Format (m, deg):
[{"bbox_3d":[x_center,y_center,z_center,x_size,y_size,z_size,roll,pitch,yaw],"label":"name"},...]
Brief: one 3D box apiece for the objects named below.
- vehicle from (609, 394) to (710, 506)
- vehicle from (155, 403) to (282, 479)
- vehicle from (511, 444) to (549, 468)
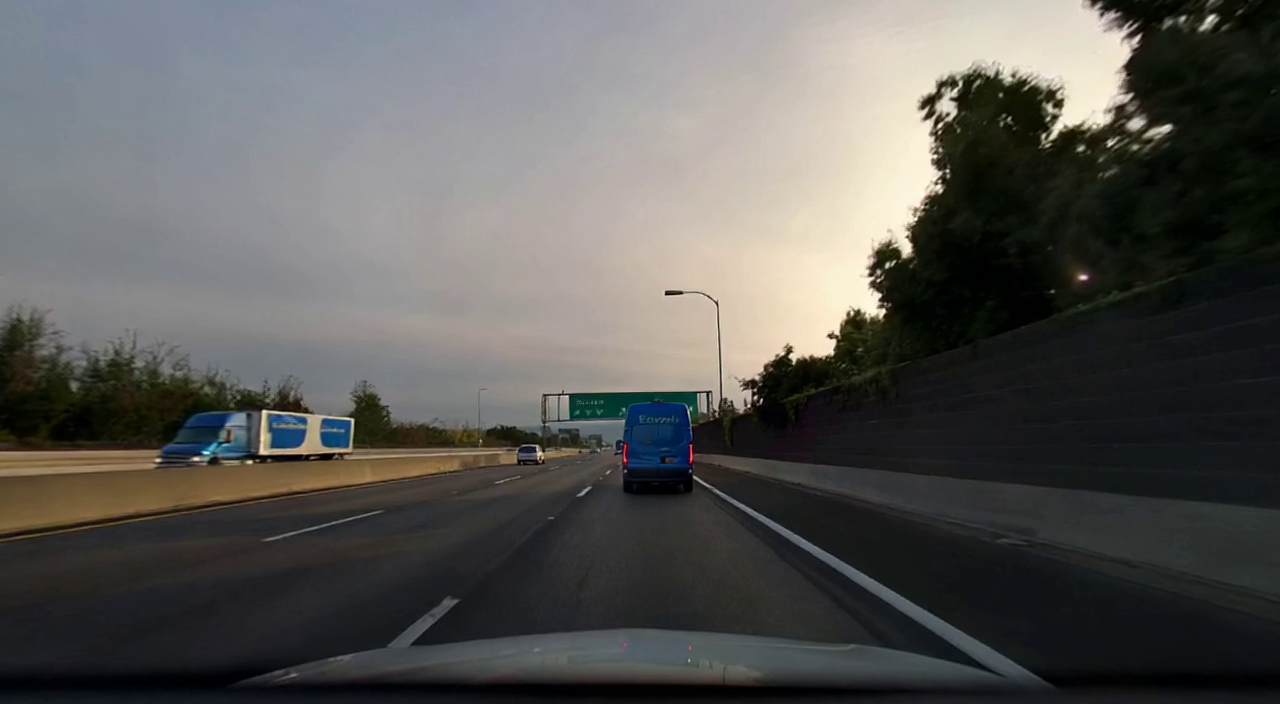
[{"bbox_3d":[0.367,2.657,17.304,2.332,2.558,5.314,0,-9,-2],"label":"vehicle"},{"bbox_3d":[-23.814,5.116,36.109,2.949,3.955,5.920,0,-9,1],"label":"vehicle"},{"bbox_3d":[-7.382,7.007,42.526,1.829,1.518,3.776,0,-9,0],"label":"vehicle"}]
